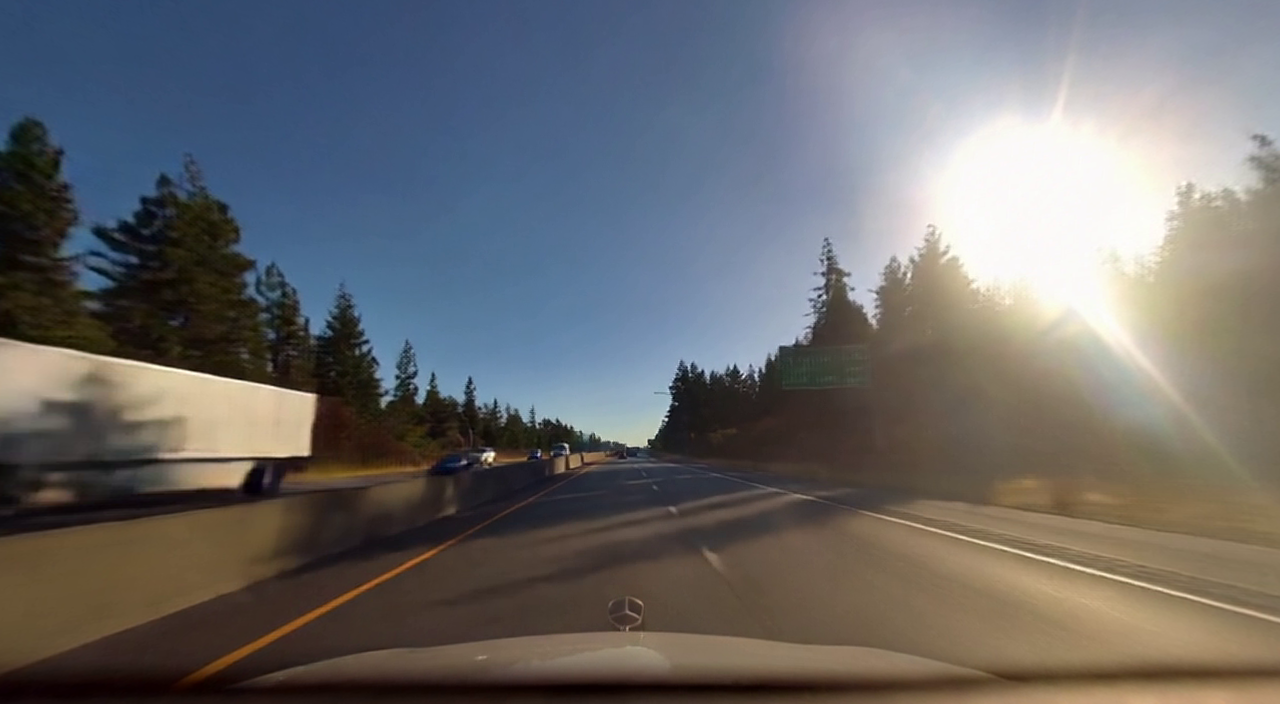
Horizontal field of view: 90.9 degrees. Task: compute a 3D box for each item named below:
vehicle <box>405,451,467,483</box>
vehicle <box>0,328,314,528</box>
[{"bbox_3d":[-10.179,5.746,31.796,1.795,1.436,4.346,0,-9,-1],"label":"vehicle"},{"bbox_3d":[-14.735,2.421,18.419,3.084,4.035,14.326,0,-9,-1],"label":"vehicle"}]
